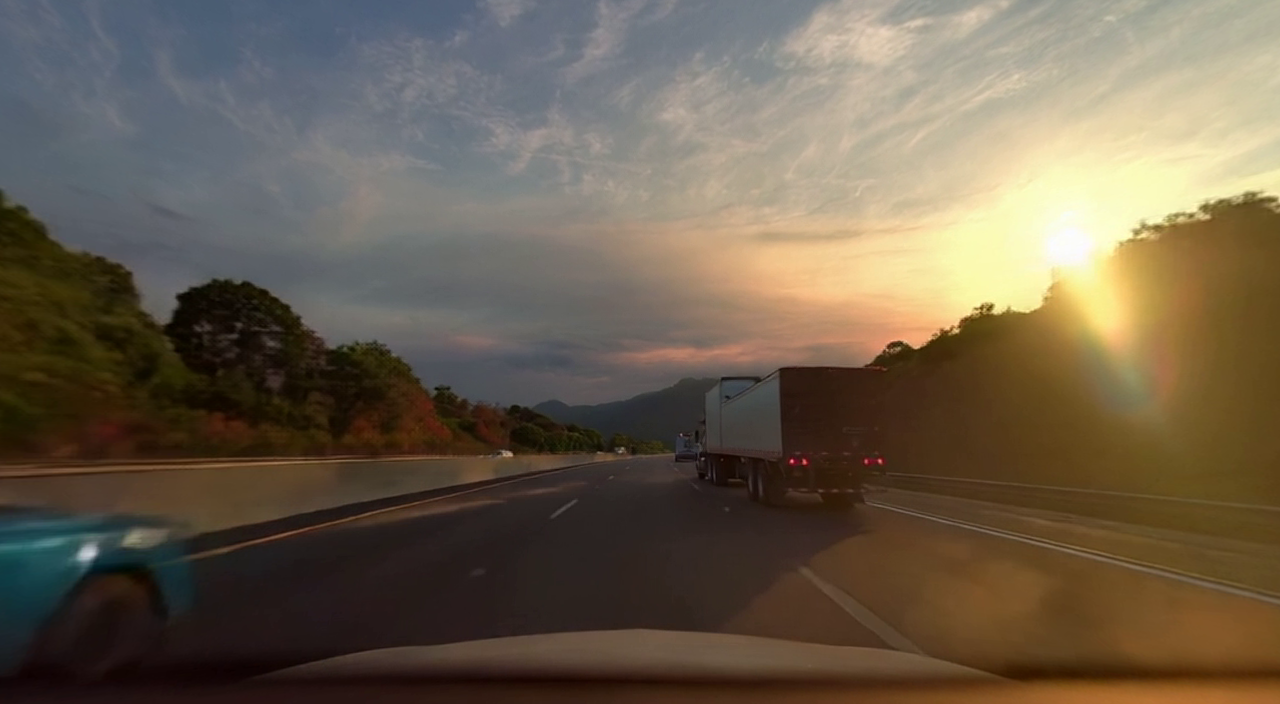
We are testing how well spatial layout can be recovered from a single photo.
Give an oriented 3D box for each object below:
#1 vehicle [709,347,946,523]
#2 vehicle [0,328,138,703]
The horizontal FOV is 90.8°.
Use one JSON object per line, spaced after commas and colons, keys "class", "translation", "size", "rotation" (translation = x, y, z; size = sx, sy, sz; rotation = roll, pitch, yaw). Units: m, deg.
{"class": "vehicle", "translation": [4.386, 2.682, 19.268], "size": [2.868, 3.427, 14.032], "rotation": [0, -9, 0]}
{"class": "vehicle", "translation": [-3.430, 0.504, 0.565], "size": [2.297, 1.683, 4.385], "rotation": [0, -9, 0]}
